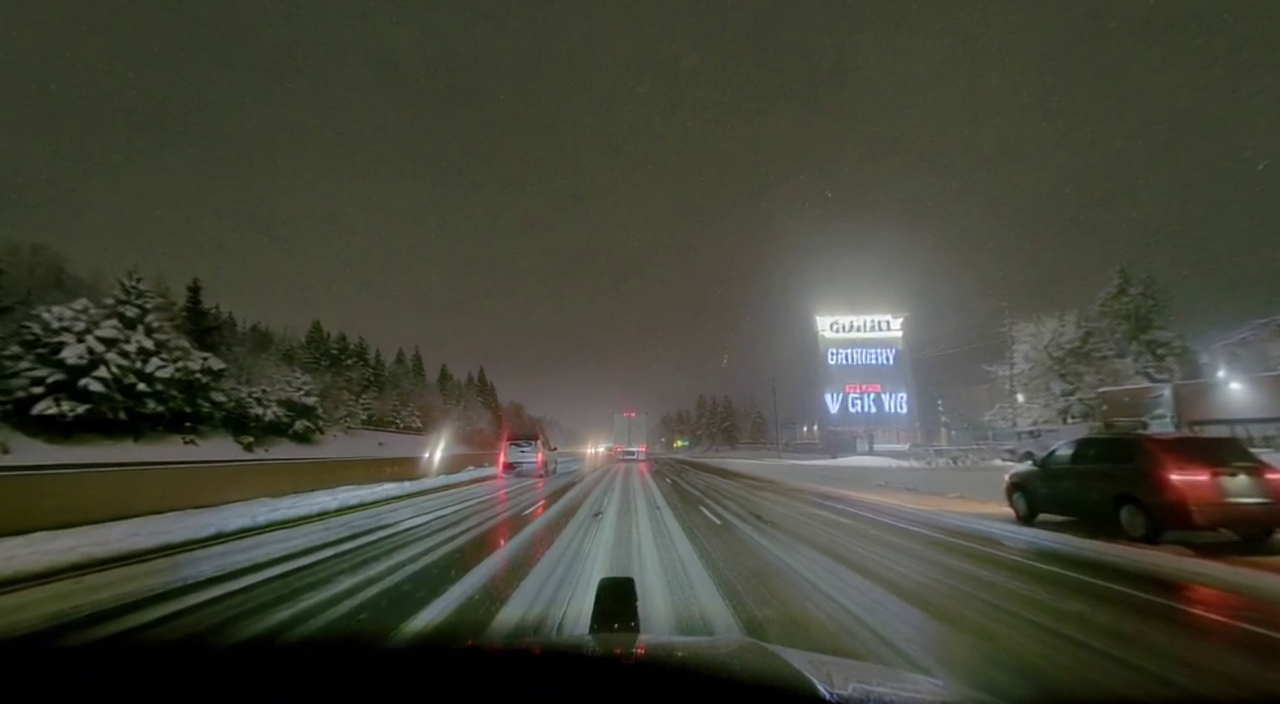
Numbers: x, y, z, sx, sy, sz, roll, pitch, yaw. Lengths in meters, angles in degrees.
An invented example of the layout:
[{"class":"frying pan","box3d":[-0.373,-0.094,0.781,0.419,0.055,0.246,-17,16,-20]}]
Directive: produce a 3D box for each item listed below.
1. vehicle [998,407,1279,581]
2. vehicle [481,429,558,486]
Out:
[{"class":"vehicle","box3d":[6.956,1.697,8.320,1.928,1.686,4.182,0,-9,-1]},{"class":"vehicle","box3d":[-4.460,4.006,24.196,2.095,1.930,4.680,0,-9,-1]}]
